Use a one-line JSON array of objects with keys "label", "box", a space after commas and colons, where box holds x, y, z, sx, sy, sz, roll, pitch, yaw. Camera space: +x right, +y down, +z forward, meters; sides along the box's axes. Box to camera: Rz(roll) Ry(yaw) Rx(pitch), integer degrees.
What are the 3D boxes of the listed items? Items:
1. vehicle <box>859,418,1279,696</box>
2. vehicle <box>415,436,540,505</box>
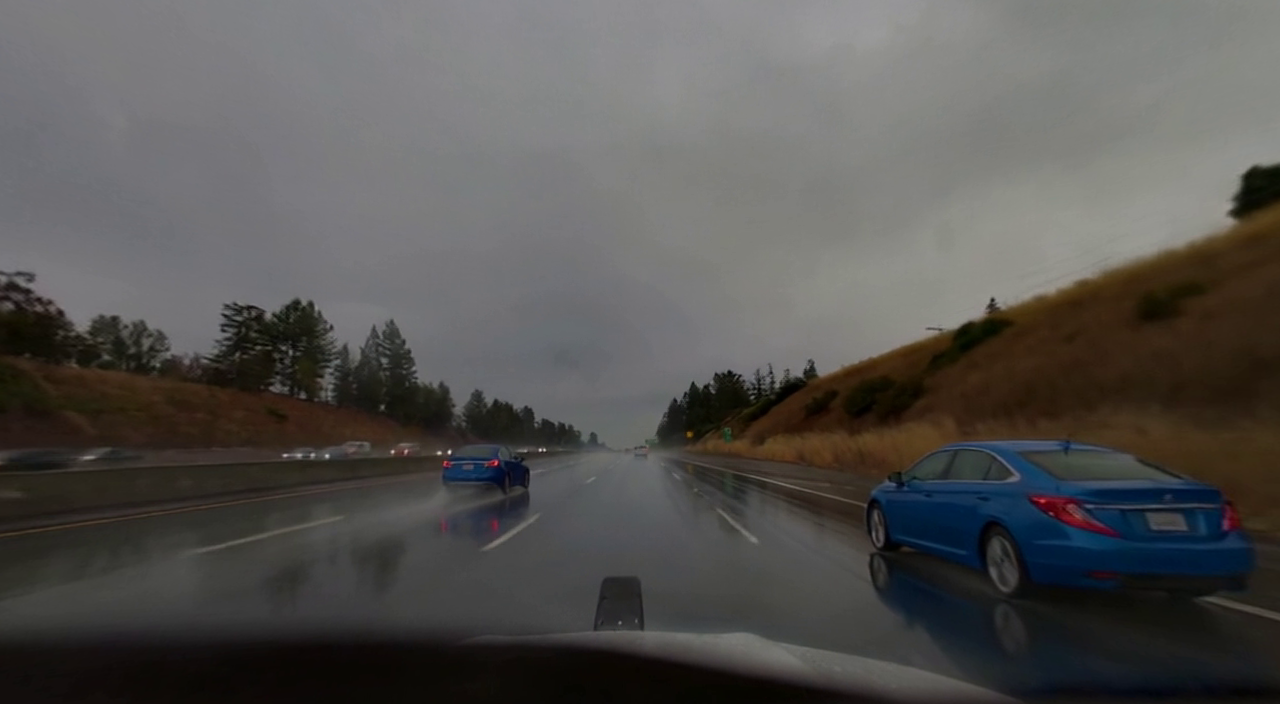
[{"label": "vehicle", "box": [3.960, 1.462, 5.859, 2.049, 1.481, 4.774, 0, -8, -1]}, {"label": "vehicle", "box": [-3.956, 2.963, 16.237, 1.987, 1.516, 4.478, 0, -8, 1]}]
